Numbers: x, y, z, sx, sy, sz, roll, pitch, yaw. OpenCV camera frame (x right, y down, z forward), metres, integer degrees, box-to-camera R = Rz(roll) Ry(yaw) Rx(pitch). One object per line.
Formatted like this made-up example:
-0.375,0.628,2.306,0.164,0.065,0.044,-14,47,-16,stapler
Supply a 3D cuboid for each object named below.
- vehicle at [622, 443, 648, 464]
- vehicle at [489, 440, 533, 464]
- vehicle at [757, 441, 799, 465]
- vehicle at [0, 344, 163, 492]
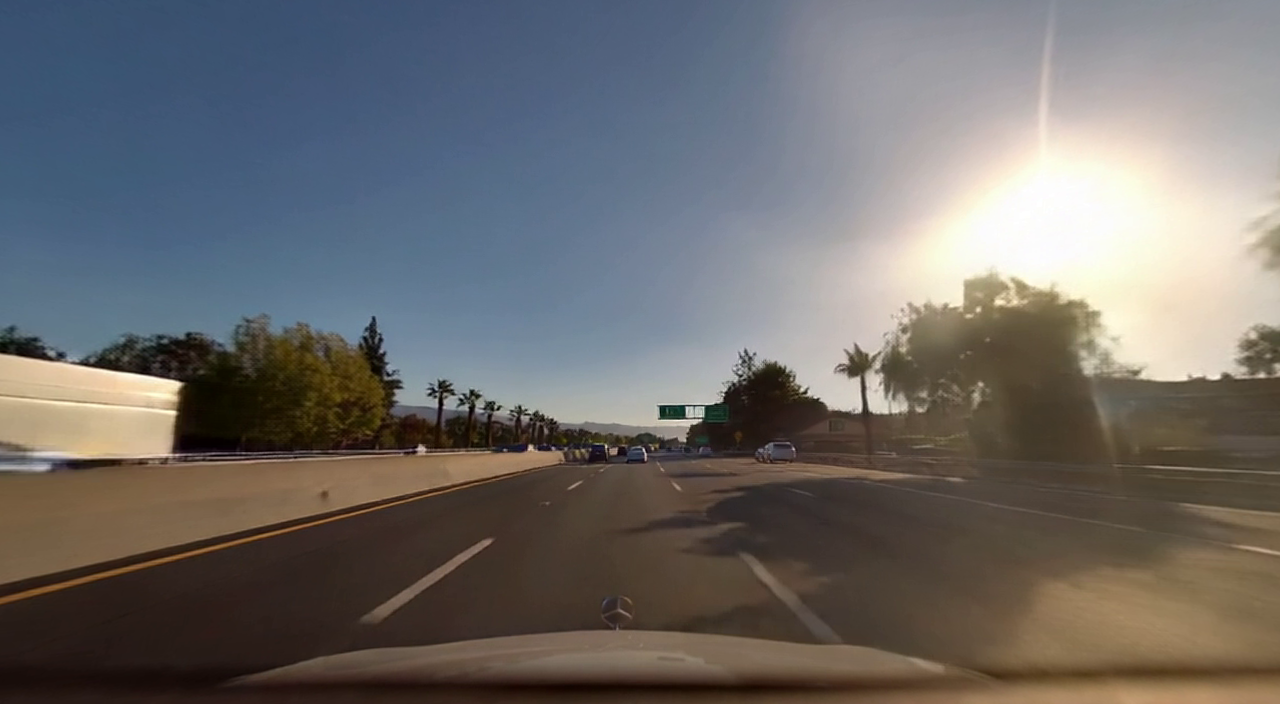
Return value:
-0.344,7.785,48.693,1.977,1.513,3.546,0,-8,1,vehicle
-9.484,7.436,46.914,2.100,1.668,4.686,0,-8,2,vehicle
10.185,7.501,46.963,2.130,1.703,4.572,0,-8,0,vehicle
-19.412,2.033,18.935,3.076,4.095,8.893,0,-9,0,vehicle
